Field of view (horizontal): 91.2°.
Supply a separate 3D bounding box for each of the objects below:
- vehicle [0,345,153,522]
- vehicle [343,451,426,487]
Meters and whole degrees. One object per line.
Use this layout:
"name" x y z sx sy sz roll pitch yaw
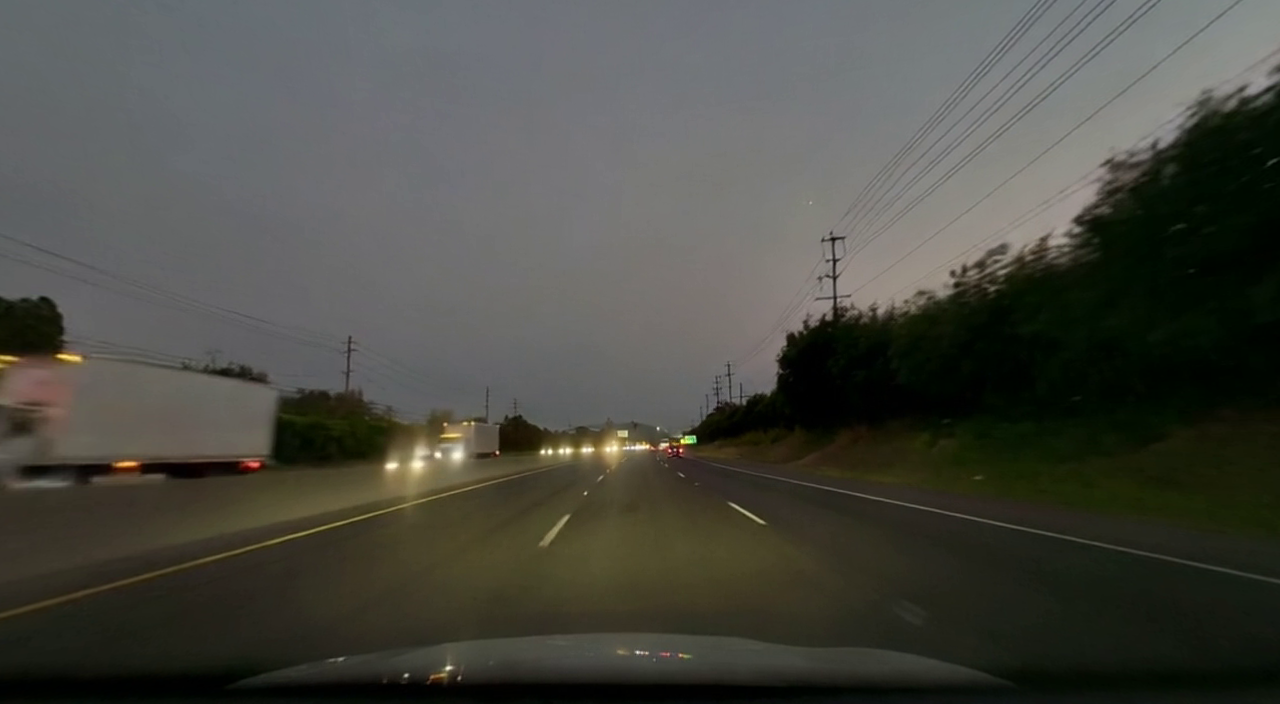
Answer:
"vehicle" -15.054 1.873 14.314 3.119 3.694 5.532 0 -9 1
"vehicle" -11.713 5.377 29.116 1.928 1.485 4.694 0 -9 -1
